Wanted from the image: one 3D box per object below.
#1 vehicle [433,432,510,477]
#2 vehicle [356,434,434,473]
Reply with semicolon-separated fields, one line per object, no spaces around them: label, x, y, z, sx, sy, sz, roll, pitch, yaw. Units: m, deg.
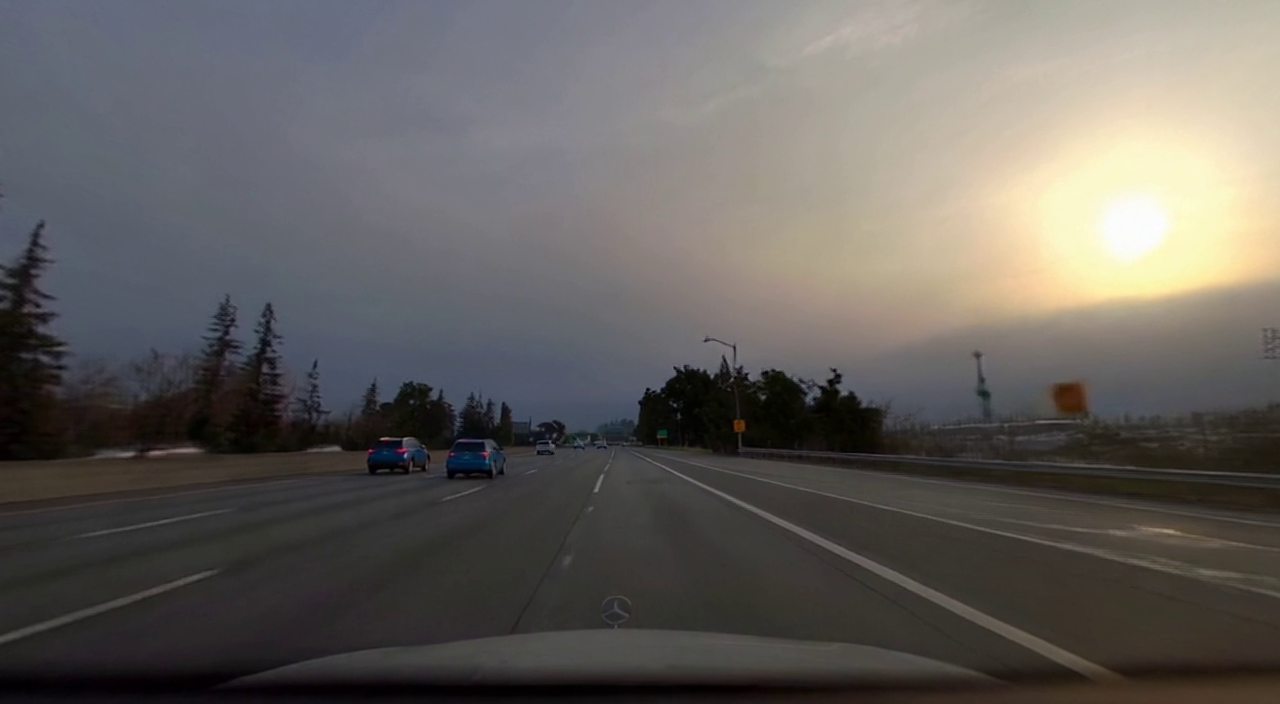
vehicle;-7.132;4.390;27.260;2.146;1.766;4.502;0;-9;-1
vehicle;-11.475;4.795;29.920;2.016;1.711;4.365;0;-9;-1
